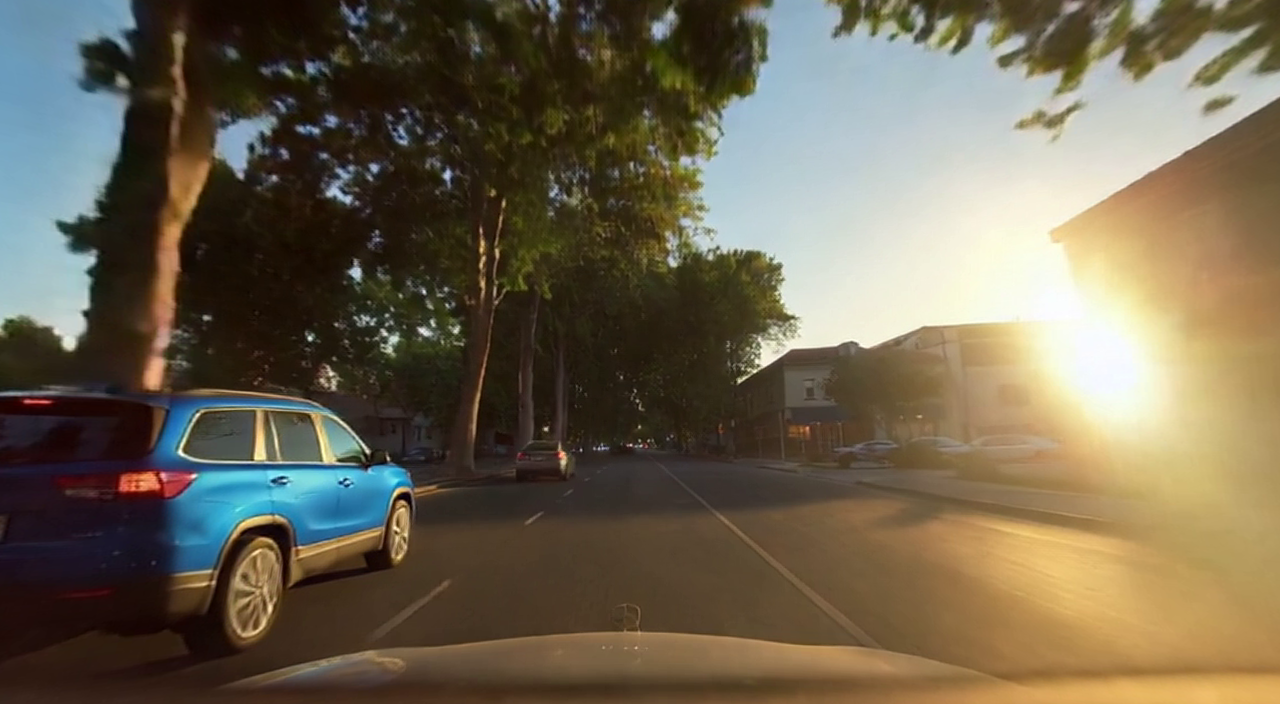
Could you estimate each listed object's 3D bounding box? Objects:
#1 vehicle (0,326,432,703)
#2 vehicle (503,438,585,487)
[{"bbox_3d":[-3.415,1.090,5.041,2.042,1.817,4.364,0,-8,-1],"label":"vehicle"},{"bbox_3d":[-3.139,3.729,21.644,2.069,1.470,4.601,0,-8,1],"label":"vehicle"}]
